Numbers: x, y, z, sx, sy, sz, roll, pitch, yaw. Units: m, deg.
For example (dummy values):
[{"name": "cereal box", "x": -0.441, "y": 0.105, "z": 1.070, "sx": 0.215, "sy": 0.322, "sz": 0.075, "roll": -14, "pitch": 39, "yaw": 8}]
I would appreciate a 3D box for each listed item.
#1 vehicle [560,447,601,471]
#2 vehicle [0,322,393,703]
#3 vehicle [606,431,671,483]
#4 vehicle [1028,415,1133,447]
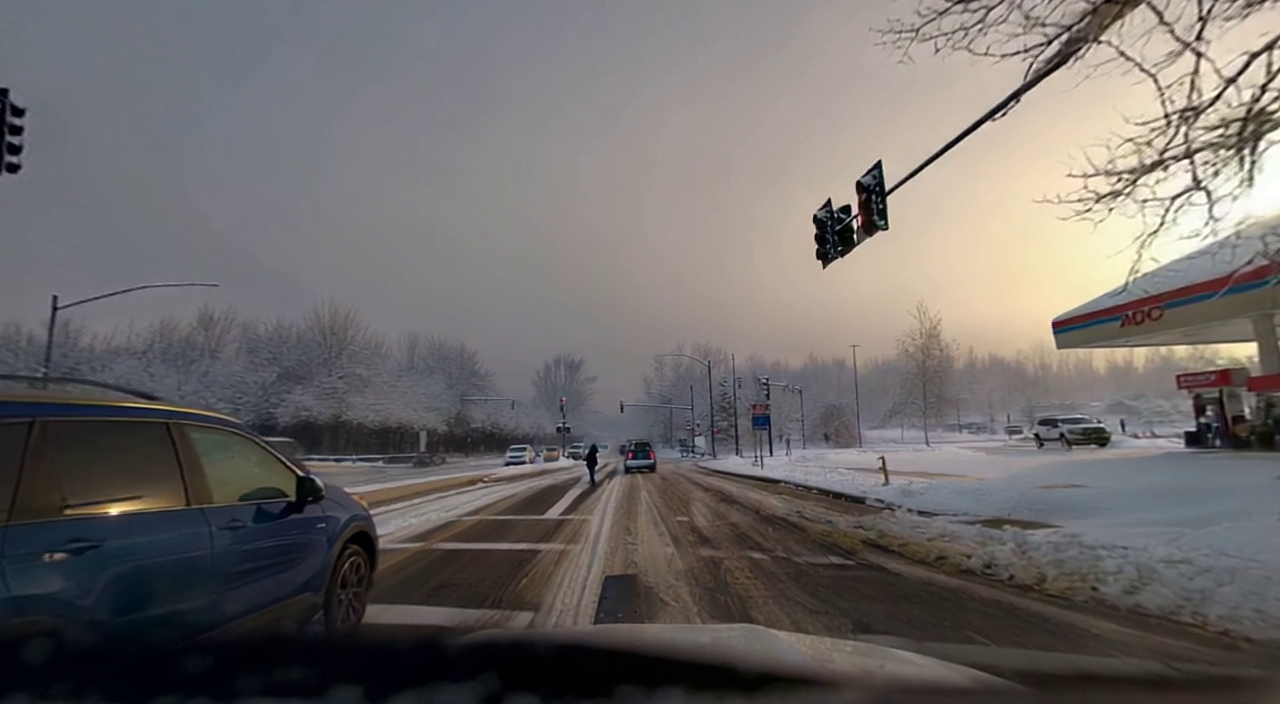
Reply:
[{"name": "vehicle", "x": -3.866, "y": 6.994, "z": 41.488, "sx": 2.192, "sy": 1.458, "sz": 4.594, "roll": 0, "pitch": -8, "yaw": 1}, {"name": "vehicle", "x": -3.183, "y": 0.900, "z": 2.786, "sx": 2.247, "sy": 1.734, "sz": 4.919, "roll": 0, "pitch": -8, "yaw": -1}, {"name": "vehicle", "x": -0.119, "y": 4.569, "z": 27.722, "sx": 2.552, "sy": 1.999, "sz": 5.498, "roll": 0, "pitch": -8, "yaw": -1}, {"name": "vehicle", "x": 28.108, "y": 5.068, "z": 40.257, "sx": 5.102, "sy": 1.893, "sz": 2.120, "roll": 0, "pitch": -9, "yaw": -1}]
